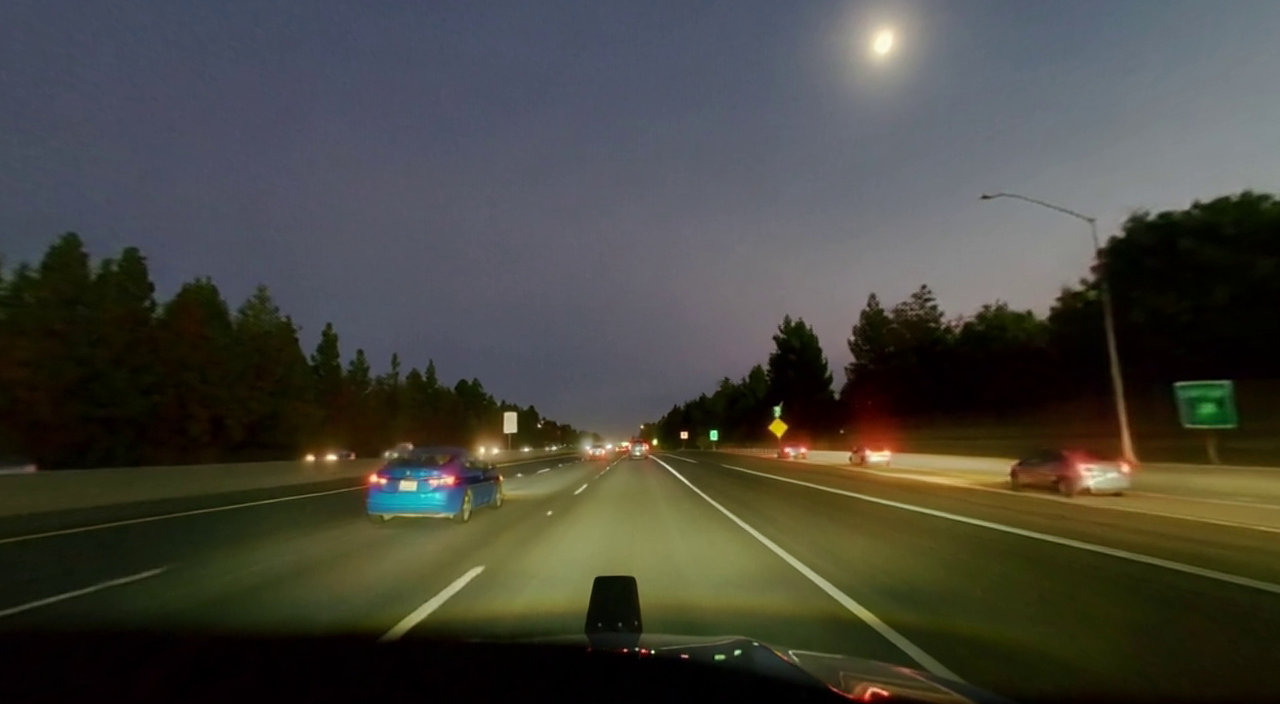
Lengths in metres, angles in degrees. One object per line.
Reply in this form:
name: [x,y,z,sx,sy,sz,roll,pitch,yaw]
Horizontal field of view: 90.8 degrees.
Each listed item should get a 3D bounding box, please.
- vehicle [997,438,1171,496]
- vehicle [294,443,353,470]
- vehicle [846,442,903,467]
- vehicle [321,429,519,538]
vehicle: [13.156,3.419,19.233,1.940,1.496,4.992,-1,-9,4]
vehicle: [-24.871,8.221,49.922,1.976,2.014,5.184,0,-9,0]
vehicle: [14.540,6.380,39.466,1.873,1.463,4.937,0,-9,2]
vehicle: [-3.598,2.229,11.296,2.020,1.554,4.137,0,-9,0]
